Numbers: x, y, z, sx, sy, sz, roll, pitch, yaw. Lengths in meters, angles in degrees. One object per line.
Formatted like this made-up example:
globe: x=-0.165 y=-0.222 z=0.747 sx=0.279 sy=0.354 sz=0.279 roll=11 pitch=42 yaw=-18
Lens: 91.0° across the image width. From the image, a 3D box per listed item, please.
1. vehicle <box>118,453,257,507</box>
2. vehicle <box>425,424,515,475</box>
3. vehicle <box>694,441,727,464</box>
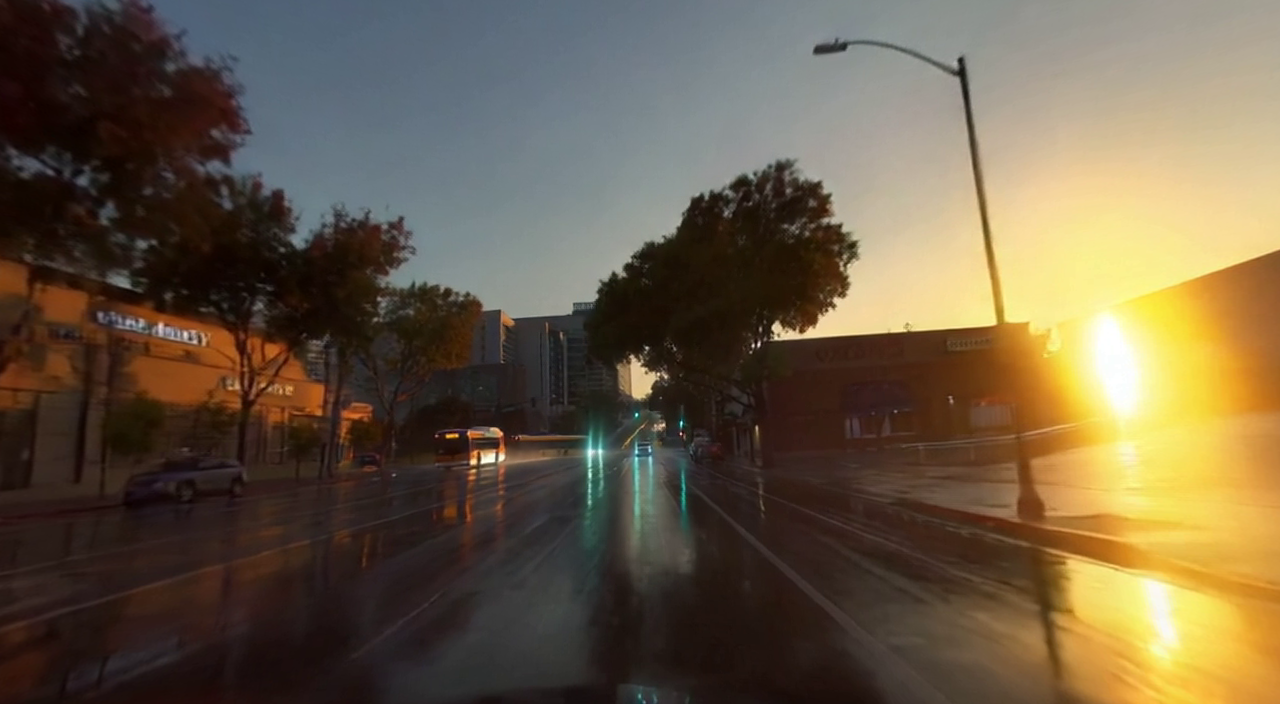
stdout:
vehicle: x=-17.387 y=4.887 z=24.566 sx=1.896 sy=1.844 sz=4.620 roll=0 pitch=-9 yaw=1
vehicle: x=-12.556 y=7.428 z=48.202 sx=3.356 sy=3.365 sz=12.460 roll=0 pitch=-9 yaw=0
vehicle: x=5.286 y=7.626 z=47.805 sx=2.014 sy=1.681 sz=4.332 roll=0 pitch=-9 yaw=0
